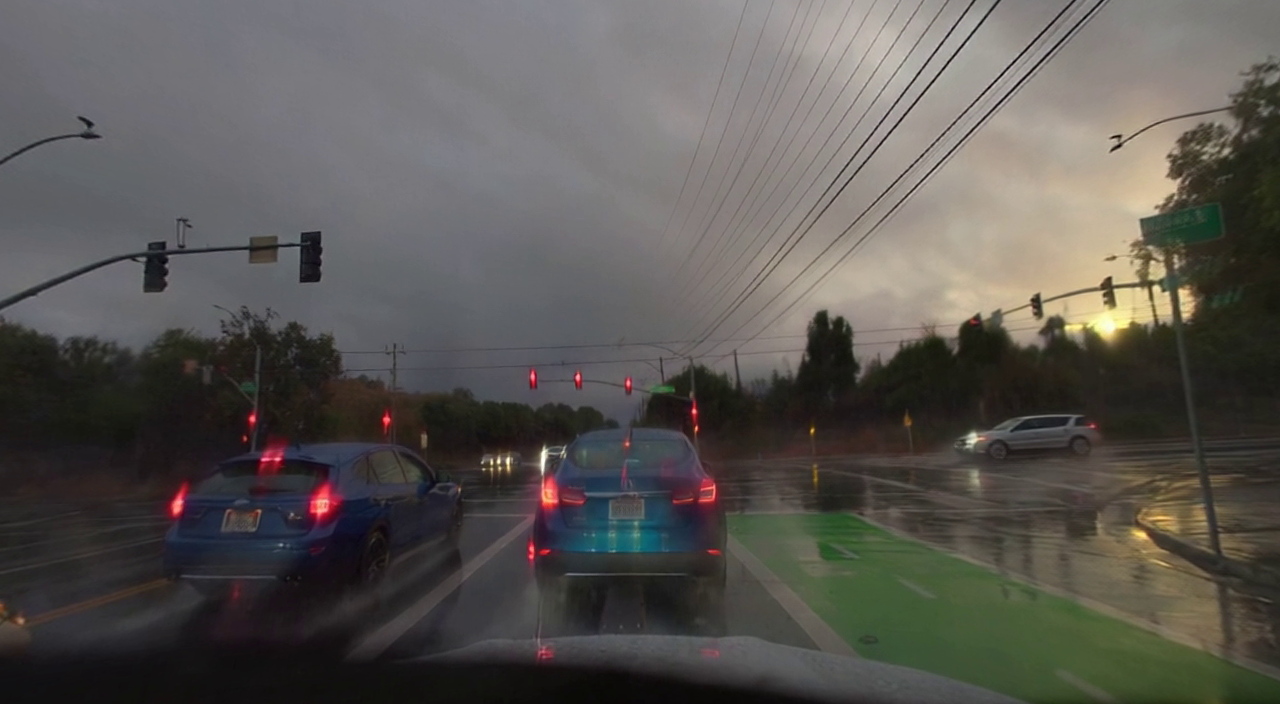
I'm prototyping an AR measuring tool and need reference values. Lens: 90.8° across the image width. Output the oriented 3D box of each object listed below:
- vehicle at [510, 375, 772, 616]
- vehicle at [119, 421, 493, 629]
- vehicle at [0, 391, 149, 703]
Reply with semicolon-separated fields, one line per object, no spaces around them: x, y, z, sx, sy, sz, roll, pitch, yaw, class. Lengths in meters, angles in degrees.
-0.026;1.559;7.640;2.036;1.885;5.196;0;-10;-1;vehicle
-2.923;1.597;6.642;1.726;1.506;3.840;0;-10;1;vehicle
-3.479;0.618;0.375;2.138;1.488;5.327;0;-8;0;vehicle
